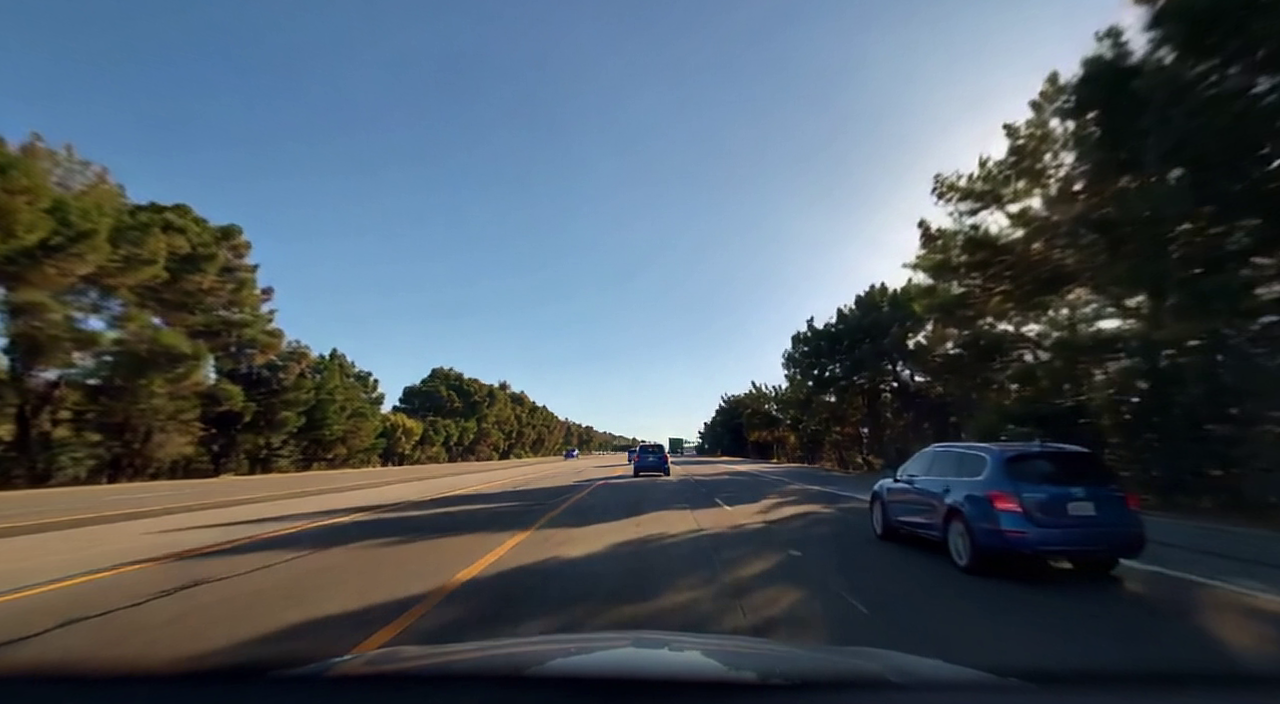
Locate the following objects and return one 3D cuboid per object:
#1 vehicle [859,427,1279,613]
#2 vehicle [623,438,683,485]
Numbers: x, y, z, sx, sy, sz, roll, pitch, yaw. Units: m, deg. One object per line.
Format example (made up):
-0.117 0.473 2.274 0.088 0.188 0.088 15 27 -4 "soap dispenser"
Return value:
4.282 1.710 7.366 1.864 1.489 4.379 0 -9 0 "vehicle"
0.494 4.348 25.202 2.190 1.706 4.062 0 -9 1 "vehicle"
